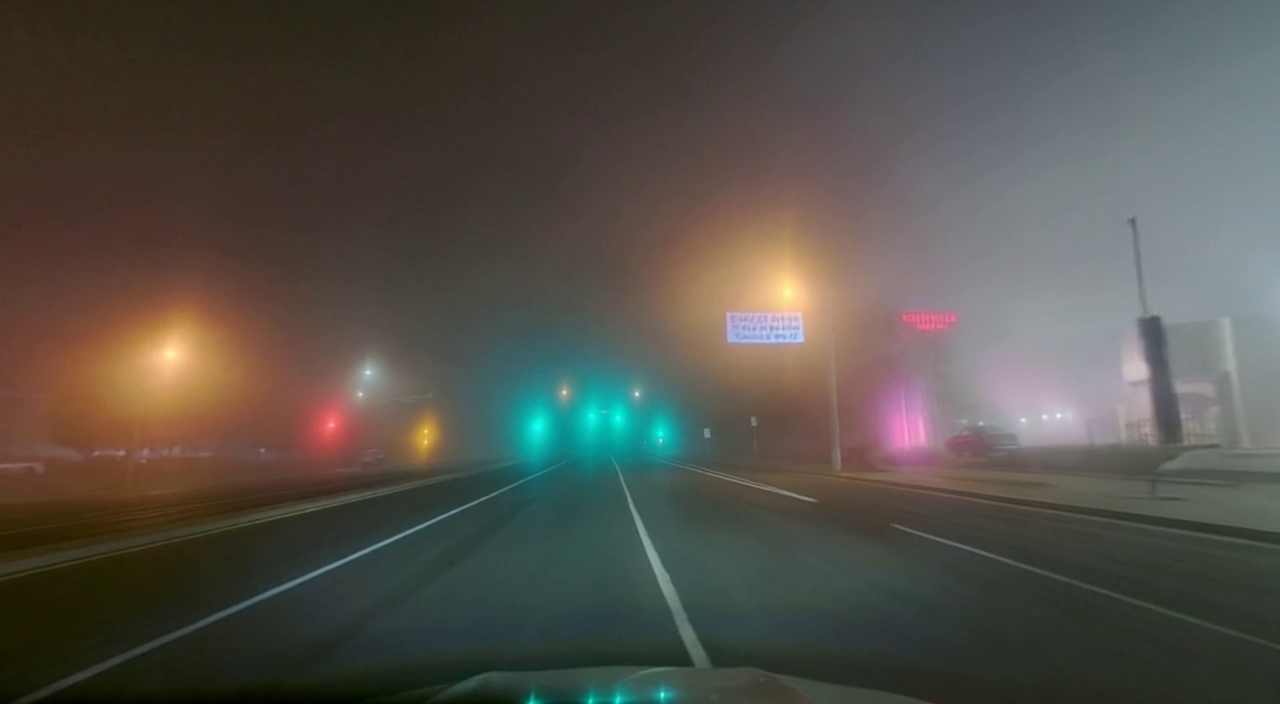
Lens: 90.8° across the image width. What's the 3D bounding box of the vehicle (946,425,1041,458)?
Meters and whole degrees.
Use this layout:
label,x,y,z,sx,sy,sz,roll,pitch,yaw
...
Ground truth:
label,x,y,z,sx,sy,sz,roll,pitch,yaw
vehicle,16.973,4.337,30.611,1.812,1.467,4.411,0,-8,-4
